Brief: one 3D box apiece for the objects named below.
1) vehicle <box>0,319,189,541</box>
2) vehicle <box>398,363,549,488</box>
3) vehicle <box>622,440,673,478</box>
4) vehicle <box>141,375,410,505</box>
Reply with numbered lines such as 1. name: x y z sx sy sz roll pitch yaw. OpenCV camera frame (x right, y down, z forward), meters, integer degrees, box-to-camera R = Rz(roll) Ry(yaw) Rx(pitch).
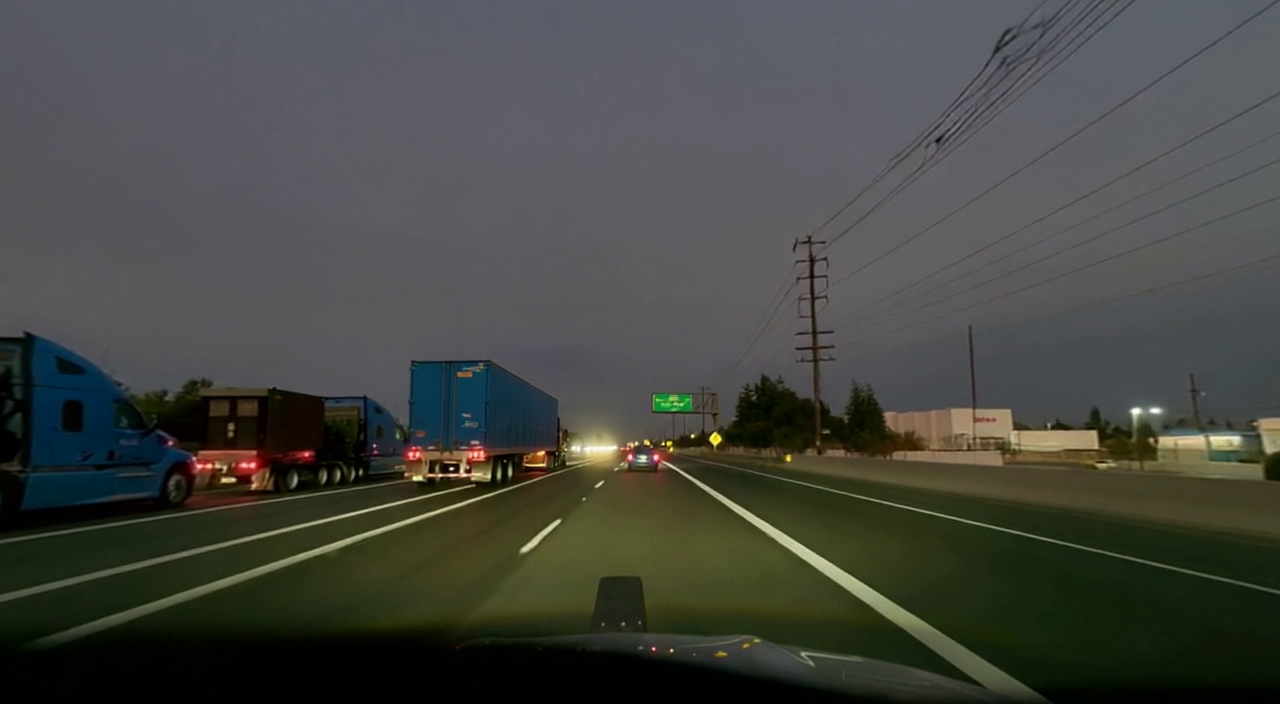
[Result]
1. vehicle: -10.594 1.137 9.165 2.722 3.172 7.167 0 -8 -1
2. vehicle: -6.541 3.515 28.367 2.907 4.081 15.311 0 -8 -1
3. vehicle: 0.268 4.676 27.748 2.055 1.514 4.323 0 -8 -1
4. vehicle: -10.571 2.831 20.112 2.896 3.140 9.491 0 -8 0
